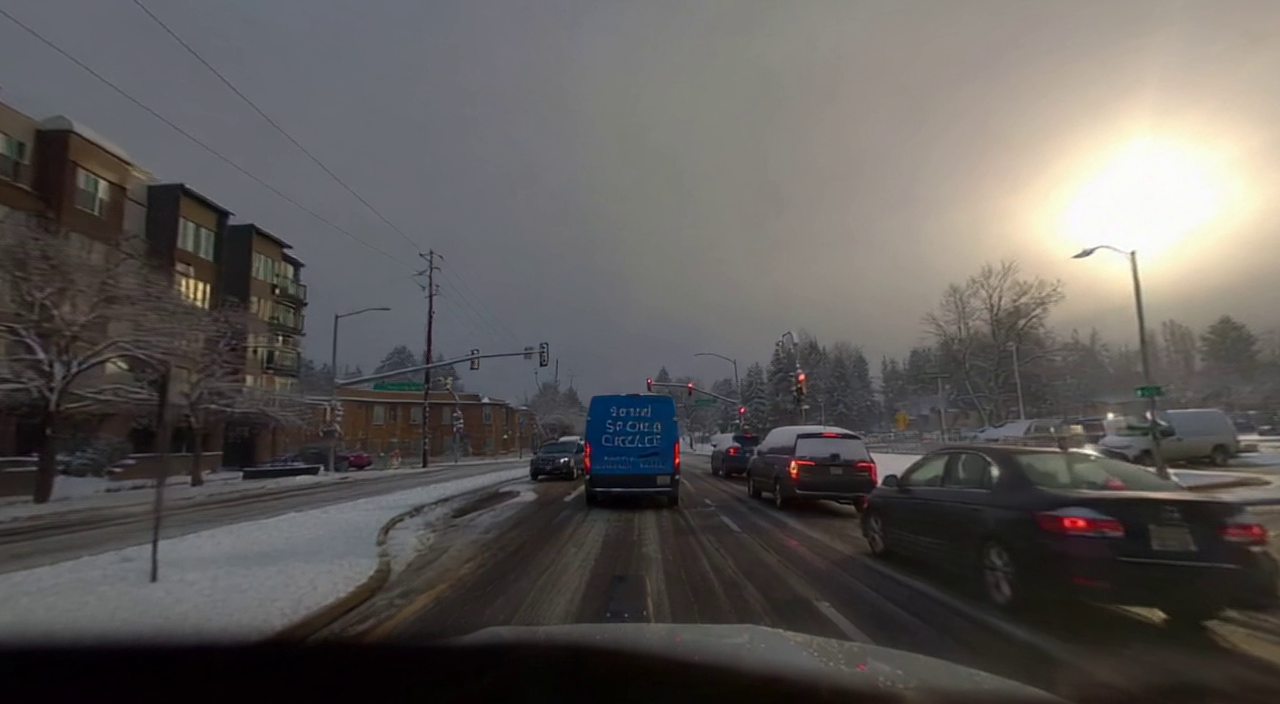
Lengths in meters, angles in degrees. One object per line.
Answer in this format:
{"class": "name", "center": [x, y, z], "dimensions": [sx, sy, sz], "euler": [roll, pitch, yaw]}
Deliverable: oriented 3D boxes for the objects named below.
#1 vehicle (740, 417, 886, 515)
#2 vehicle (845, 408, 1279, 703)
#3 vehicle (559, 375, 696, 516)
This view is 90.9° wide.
{"class": "vehicle", "center": [3.509, 2.403, 13.717], "dimensions": [1.965, 1.771, 4.295], "euler": [0, -8, 1]}
{"class": "vehicle", "center": [3.495, 1.362, 5.455], "dimensions": [1.951, 1.483, 4.582], "euler": [0, -8, 1]}
{"class": "vehicle", "center": [-0.114, 2.023, 13.761], "dimensions": [2.422, 2.488, 4.992], "euler": [0, -8, 3]}
